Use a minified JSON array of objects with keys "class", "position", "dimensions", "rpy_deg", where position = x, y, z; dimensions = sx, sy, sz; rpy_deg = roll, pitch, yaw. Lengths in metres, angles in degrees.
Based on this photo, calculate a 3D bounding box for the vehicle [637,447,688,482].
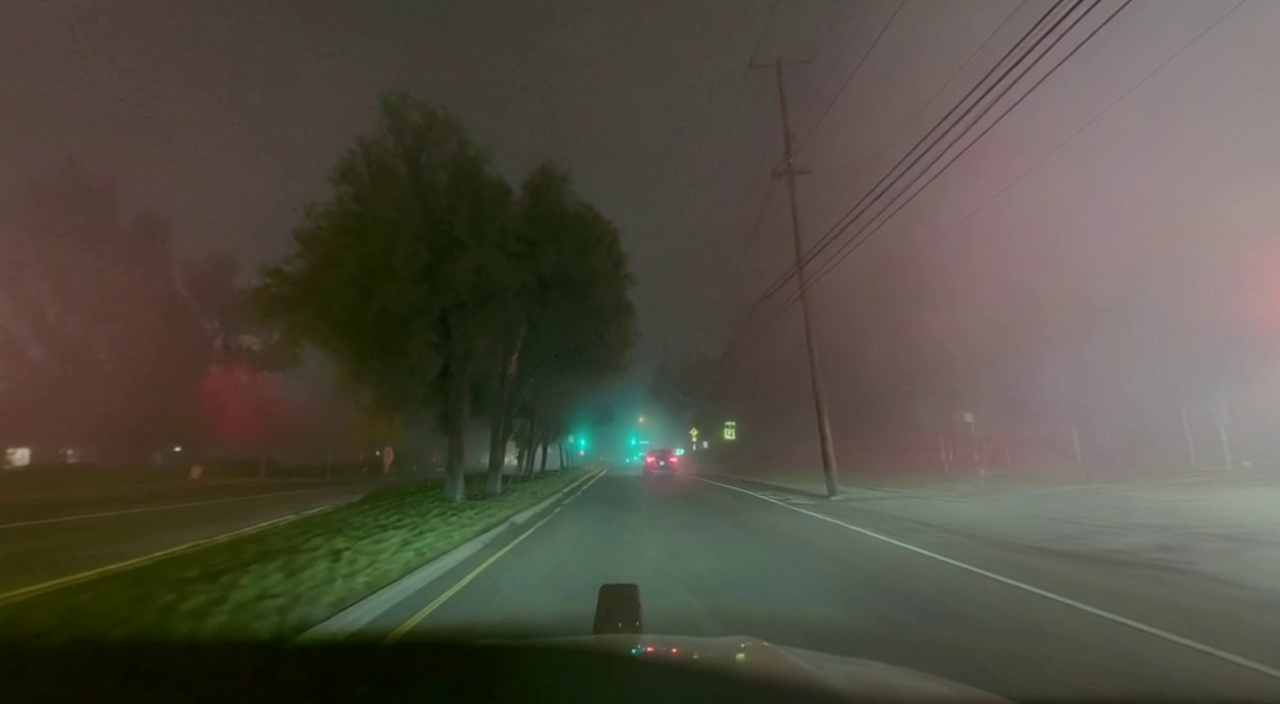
[{"class":"vehicle","position":[0.963,5.306,30.095],"dimensions":[2.061,1.475,4.296],"rpy_deg":[0,-8,-3]}]
